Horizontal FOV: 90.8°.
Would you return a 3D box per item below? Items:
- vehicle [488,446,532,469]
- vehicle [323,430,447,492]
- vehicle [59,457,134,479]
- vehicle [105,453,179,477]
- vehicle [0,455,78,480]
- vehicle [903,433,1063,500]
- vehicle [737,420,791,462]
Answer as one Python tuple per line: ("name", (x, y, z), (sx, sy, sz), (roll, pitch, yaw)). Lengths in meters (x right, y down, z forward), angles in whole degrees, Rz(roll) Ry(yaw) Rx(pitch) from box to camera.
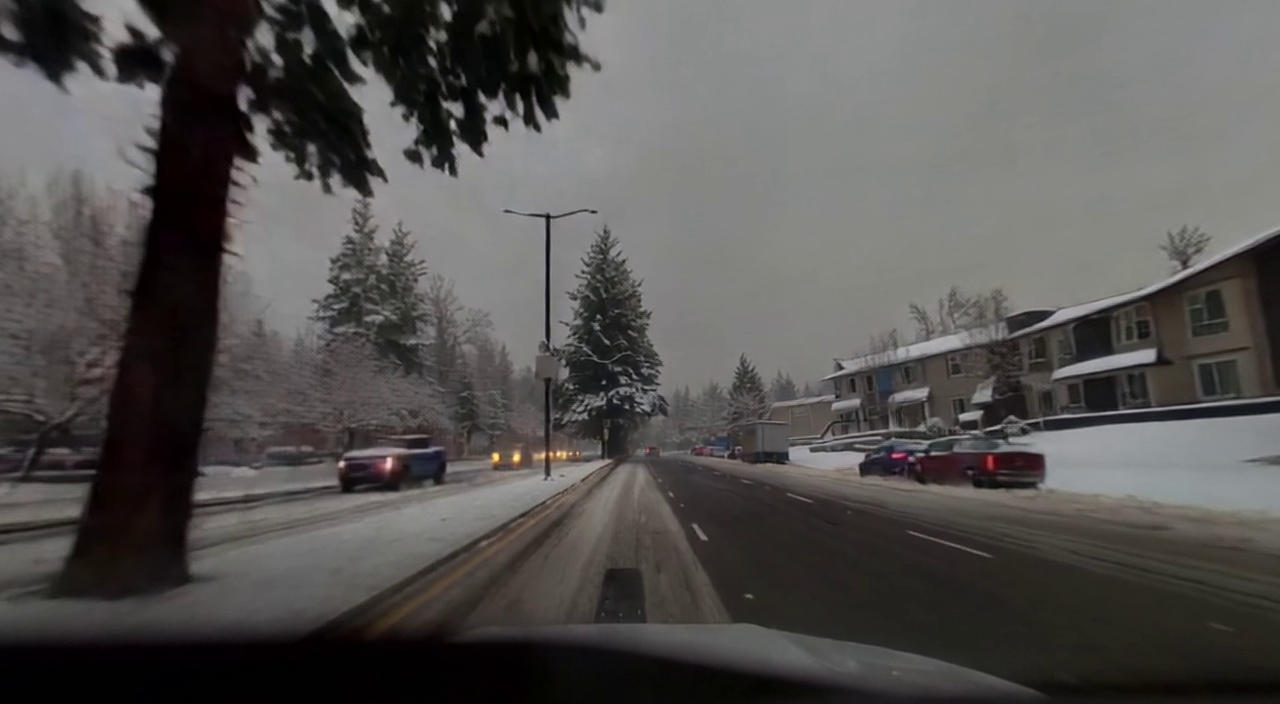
("vehicle", (-9.094, 7.425, 44.584), (2.001, 1.477, 4.754), (0, -8, 1))
("vehicle", (-8.752, 3.768, 22.276), (2.212, 1.904, 4.986), (0, -8, 1))
("vehicle", (-41.037, 8.747, 47.833), (2.016, 1.430, 4.269), (-3, -8, -2))
("vehicle", (-38.211, 8.655, 48.582), (1.943, 1.644, 4.418), (0, -8, 2))
("vehicle", (-46.182, 8.825, 48.398), (1.943, 1.705, 4.610), (0, -8, 1))
("vehicle", (10.238, 3.439, 19.477), (2.043, 1.761, 5.022), (0, -8, -1))
("vehicle", (9.467, 6.986, 49.200), (2.670, 3.016, 7.732), (0, -9, 0))
